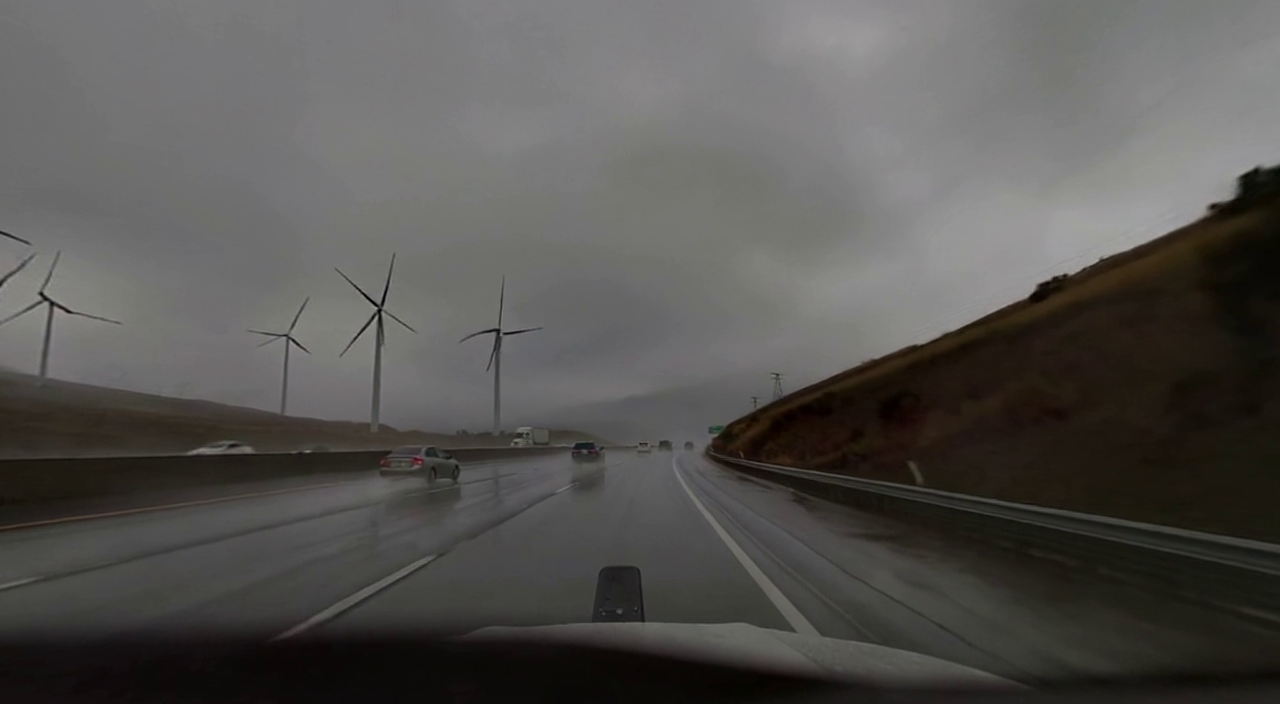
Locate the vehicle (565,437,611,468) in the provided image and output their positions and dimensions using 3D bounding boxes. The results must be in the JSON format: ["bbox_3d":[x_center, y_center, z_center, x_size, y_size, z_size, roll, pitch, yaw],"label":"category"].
[{"bbox_3d":[-3.051,6.015,37.865,2.118,1.702,4.355,0,-9,4],"label":"vehicle"}]

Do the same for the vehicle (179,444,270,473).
[{"bbox_3d":[-21.208,5.445,32.357,1.993,1.392,3.767,0,-9,2],"label":"vehicle"}]

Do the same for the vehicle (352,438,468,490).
[{"bbox_3d":[-7.612,3.743,21.448,2.015,1.537,4.728,0,-9,2],"label":"vehicle"}]
